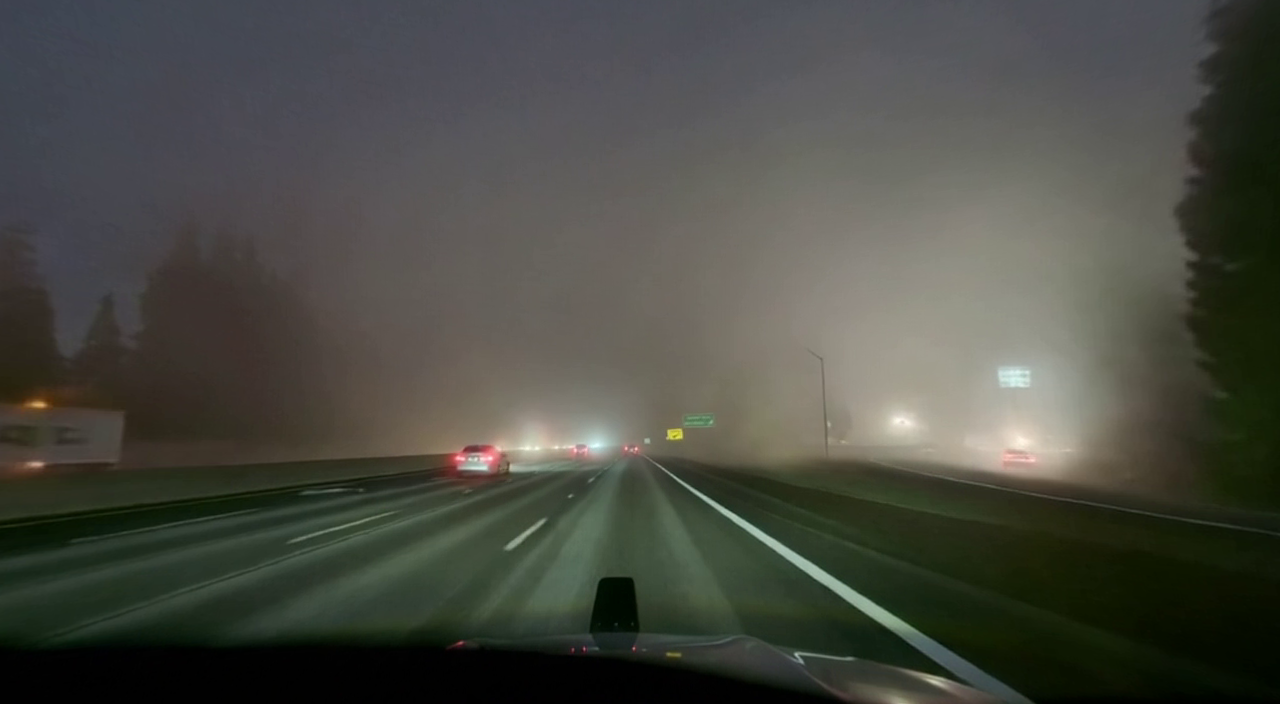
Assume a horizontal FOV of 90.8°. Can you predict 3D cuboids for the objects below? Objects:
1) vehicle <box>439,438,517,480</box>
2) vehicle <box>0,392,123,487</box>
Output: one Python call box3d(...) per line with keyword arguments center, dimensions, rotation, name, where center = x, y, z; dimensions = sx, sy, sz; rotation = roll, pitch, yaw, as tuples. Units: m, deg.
box3d(center=(-6.763, 4.527, 26.966), dimensions=(2.016, 1.606, 4.806), rotation=(0, -8, 1), name="vehicle")
box3d(center=(-29.419, 3.825, 27.631), dimensions=(2.862, 4.134, 12.781), rotation=(0, -9, -1), name="vehicle")
